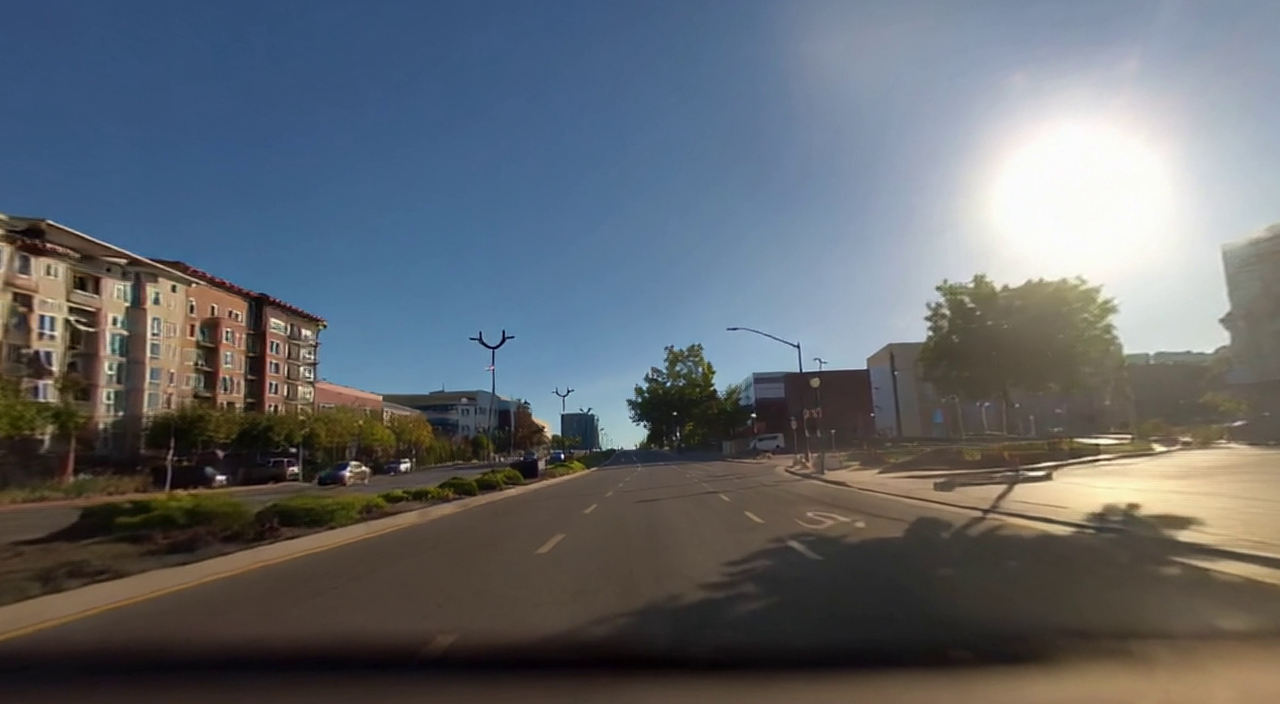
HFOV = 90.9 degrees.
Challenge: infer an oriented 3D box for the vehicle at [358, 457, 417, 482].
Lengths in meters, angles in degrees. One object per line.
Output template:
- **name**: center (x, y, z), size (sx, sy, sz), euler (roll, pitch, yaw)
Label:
- **vehicle**: center (-17.120, 7.974, 42.962), size (1.878, 1.492, 4.648), euler (-1, -8, 4)

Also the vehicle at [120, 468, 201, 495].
- **vehicle**: center (-31.129, 8.406, 41.095), size (1.799, 1.473, 4.490), euler (0, -8, -1)

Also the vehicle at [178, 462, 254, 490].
- **vehicle**: center (-31.091, 9.067, 46.381), size (2.073, 1.772, 4.793), euler (-1, -8, 3)
